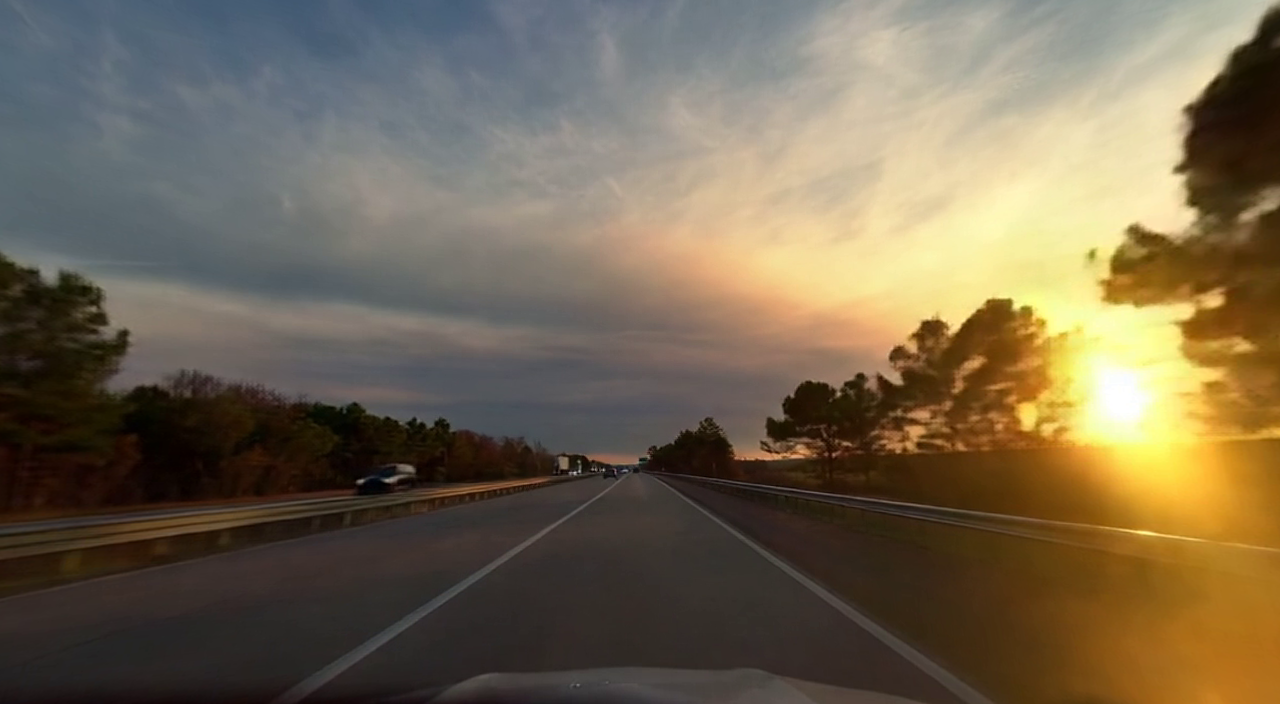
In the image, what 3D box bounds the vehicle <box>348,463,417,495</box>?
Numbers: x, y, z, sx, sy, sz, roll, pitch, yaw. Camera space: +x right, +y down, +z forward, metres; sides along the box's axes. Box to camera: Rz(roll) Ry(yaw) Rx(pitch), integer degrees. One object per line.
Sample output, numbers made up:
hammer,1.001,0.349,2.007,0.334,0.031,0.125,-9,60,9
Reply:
vehicle,-15.687,7.737,38.687,1.990,1.777,5.101,0,-10,1
